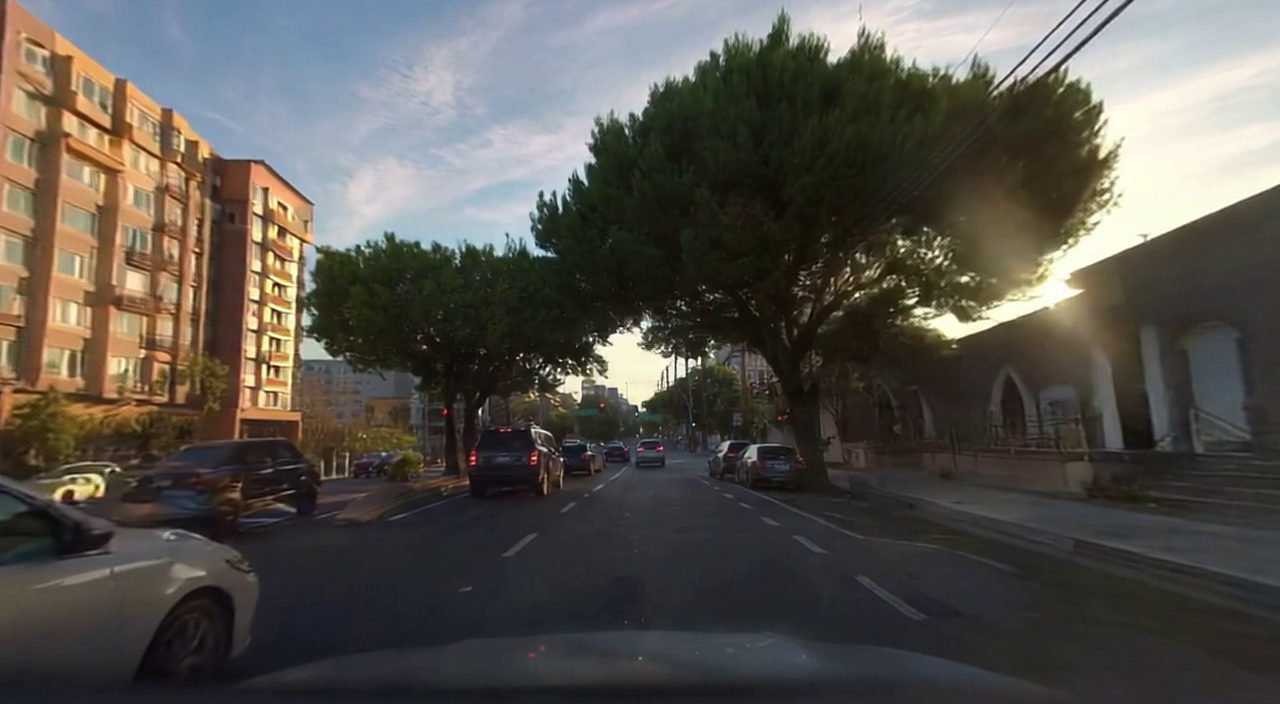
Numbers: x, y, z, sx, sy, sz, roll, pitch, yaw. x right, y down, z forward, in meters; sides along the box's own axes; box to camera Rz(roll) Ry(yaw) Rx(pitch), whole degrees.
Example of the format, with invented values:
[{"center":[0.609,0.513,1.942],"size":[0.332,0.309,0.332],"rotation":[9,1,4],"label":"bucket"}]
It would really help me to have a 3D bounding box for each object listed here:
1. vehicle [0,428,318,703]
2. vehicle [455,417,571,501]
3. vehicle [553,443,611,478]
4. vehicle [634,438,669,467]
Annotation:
[{"center":[-2.856,0.880,1.475],"size":[1.959,1.406,4.272],"rotation":[0,-9,0],"label":"vehicle"},{"center":[-3.305,2.912,17.429],"size":[2.152,1.987,4.527],"rotation":[0,-9,1],"label":"vehicle"},{"center":[-2.588,4.973,29.236],"size":[2.246,1.481,4.146],"rotation":[0,-9,0],"label":"vehicle"},{"center":[0.760,6.672,41.938],"size":[2.194,1.779,3.996],"rotation":[0,-9,0],"label":"vehicle"}]
